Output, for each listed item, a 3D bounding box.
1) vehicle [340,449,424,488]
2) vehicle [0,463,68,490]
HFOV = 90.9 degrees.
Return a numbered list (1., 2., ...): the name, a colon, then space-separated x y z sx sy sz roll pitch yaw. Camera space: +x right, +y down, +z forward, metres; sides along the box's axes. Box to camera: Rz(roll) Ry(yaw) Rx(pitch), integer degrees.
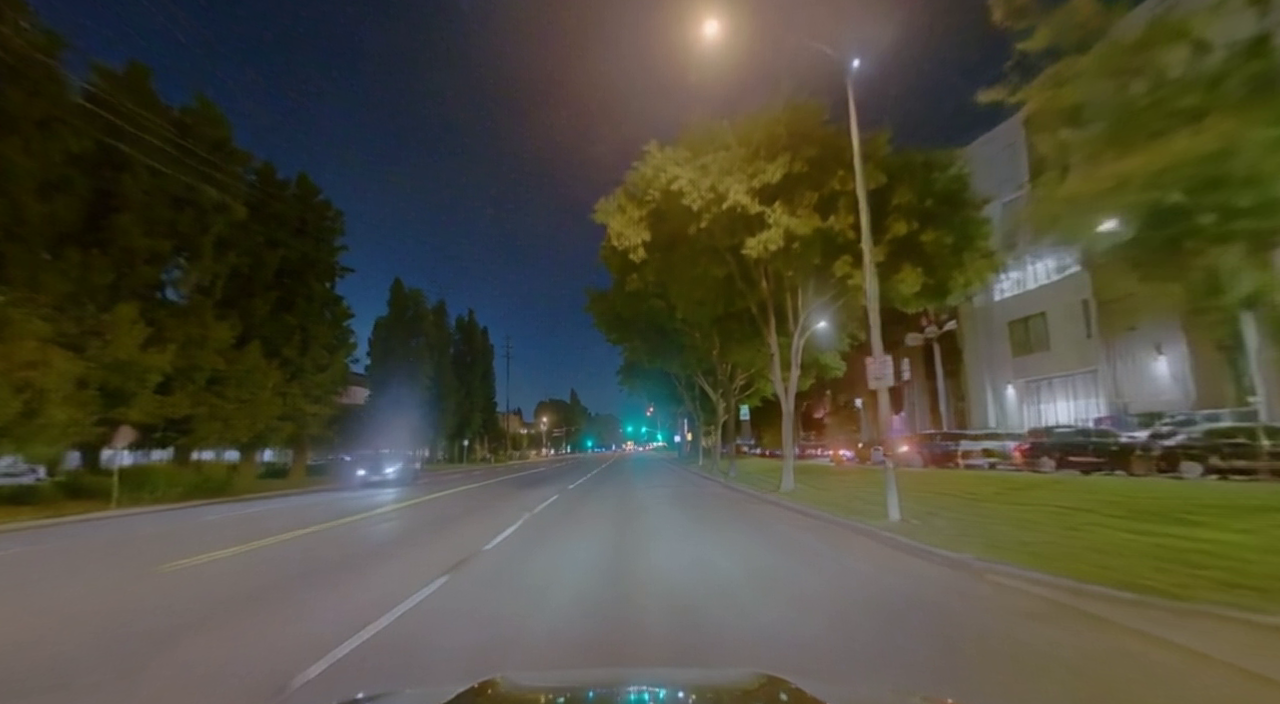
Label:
1. vehicle: -12.001 5.420 29.705 2.096 1.509 4.666 -3 -9 -1
2. vehicle: -39.763 7.830 39.732 5.232 1.633 1.950 0 -9 -3
